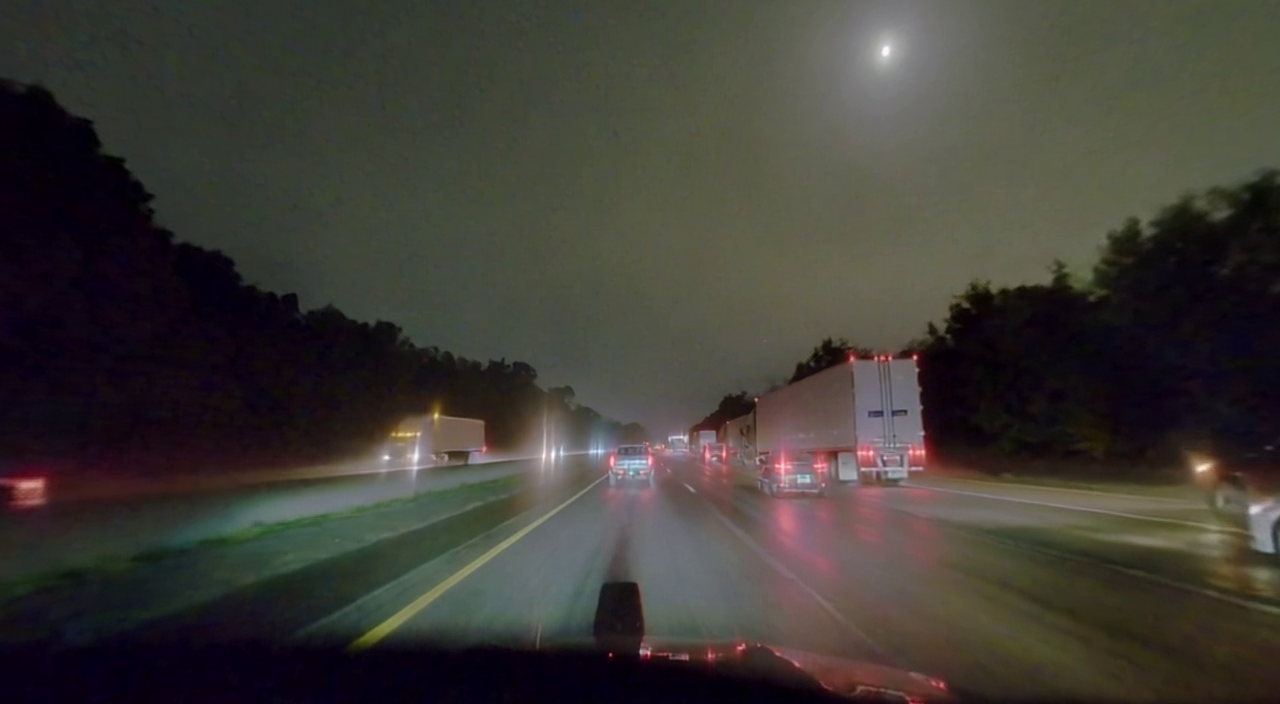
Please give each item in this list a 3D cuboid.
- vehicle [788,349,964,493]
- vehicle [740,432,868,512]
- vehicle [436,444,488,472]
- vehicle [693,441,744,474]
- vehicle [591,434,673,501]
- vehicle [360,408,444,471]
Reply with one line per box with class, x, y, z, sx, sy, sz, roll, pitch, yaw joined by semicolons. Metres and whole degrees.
vehicle;7.628;2.573;22.069;2.823;4.063;8.485;0;-9;1
vehicle;3.635;2.737;14.792;1.920;1.594;3.867;0;-9;0
vehicle;-11.601;6.925;41.442;2.044;1.706;4.619;0;-9;1
vehicle;4.135;5.609;33.824;2.150;1.632;4.260;0;-9;0
vehicle;-0.168;3.134;17.416;2.023;1.618;3.628;0;-9;1
vehicle;-15.644;5.866;42.019;2.934;3.853;6.135;-1;-9;2
